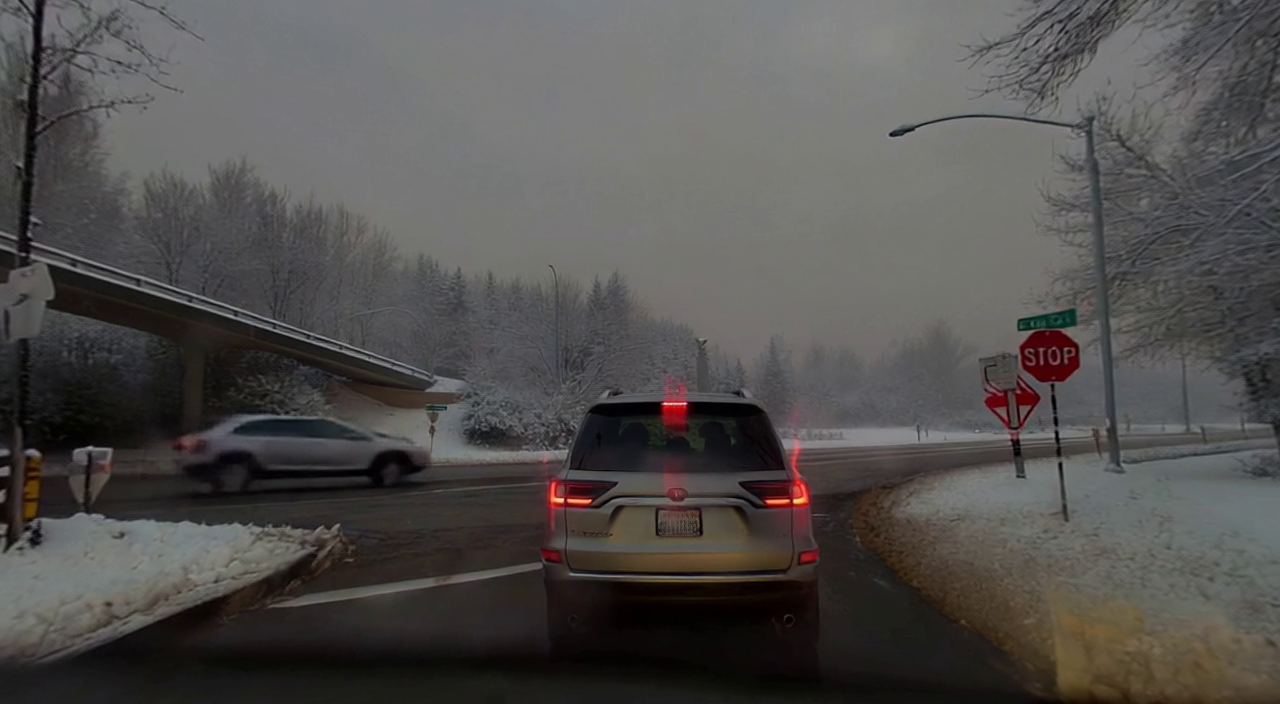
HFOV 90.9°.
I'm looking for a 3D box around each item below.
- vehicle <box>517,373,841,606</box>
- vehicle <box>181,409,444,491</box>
[{"bbox_3d":[0.310,1.388,7.137,2.494,1.804,4.336,0,-9,0],"label":"vehicle"},{"bbox_3d":[-7.477,2.293,14.861,5.060,1.648,2.038,5,-10,-28],"label":"vehicle"}]
